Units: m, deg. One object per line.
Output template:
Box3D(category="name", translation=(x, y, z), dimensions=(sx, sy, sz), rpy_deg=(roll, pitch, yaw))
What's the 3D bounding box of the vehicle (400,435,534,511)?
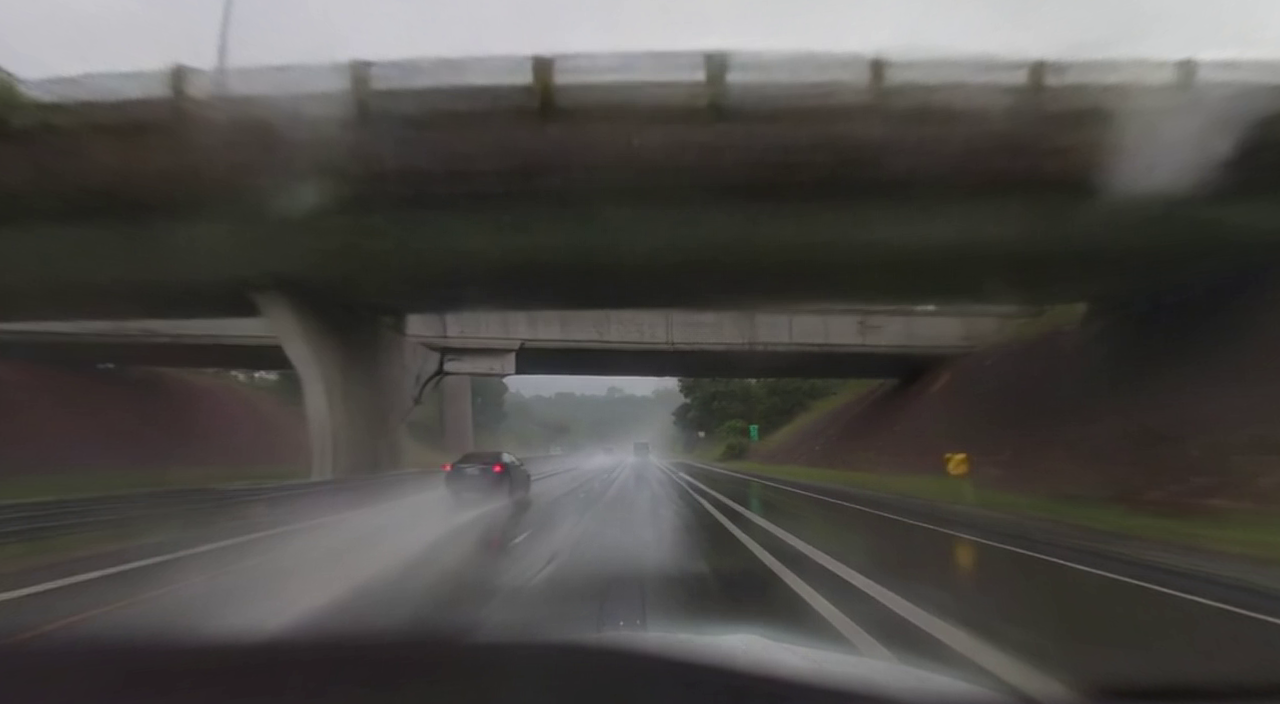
Box3D(category="vehicle", translation=(-4.137, 2.967, 15.962), dimensions=(2.076, 1.637, 4.526), rpy_deg=(0, -9, 0))
